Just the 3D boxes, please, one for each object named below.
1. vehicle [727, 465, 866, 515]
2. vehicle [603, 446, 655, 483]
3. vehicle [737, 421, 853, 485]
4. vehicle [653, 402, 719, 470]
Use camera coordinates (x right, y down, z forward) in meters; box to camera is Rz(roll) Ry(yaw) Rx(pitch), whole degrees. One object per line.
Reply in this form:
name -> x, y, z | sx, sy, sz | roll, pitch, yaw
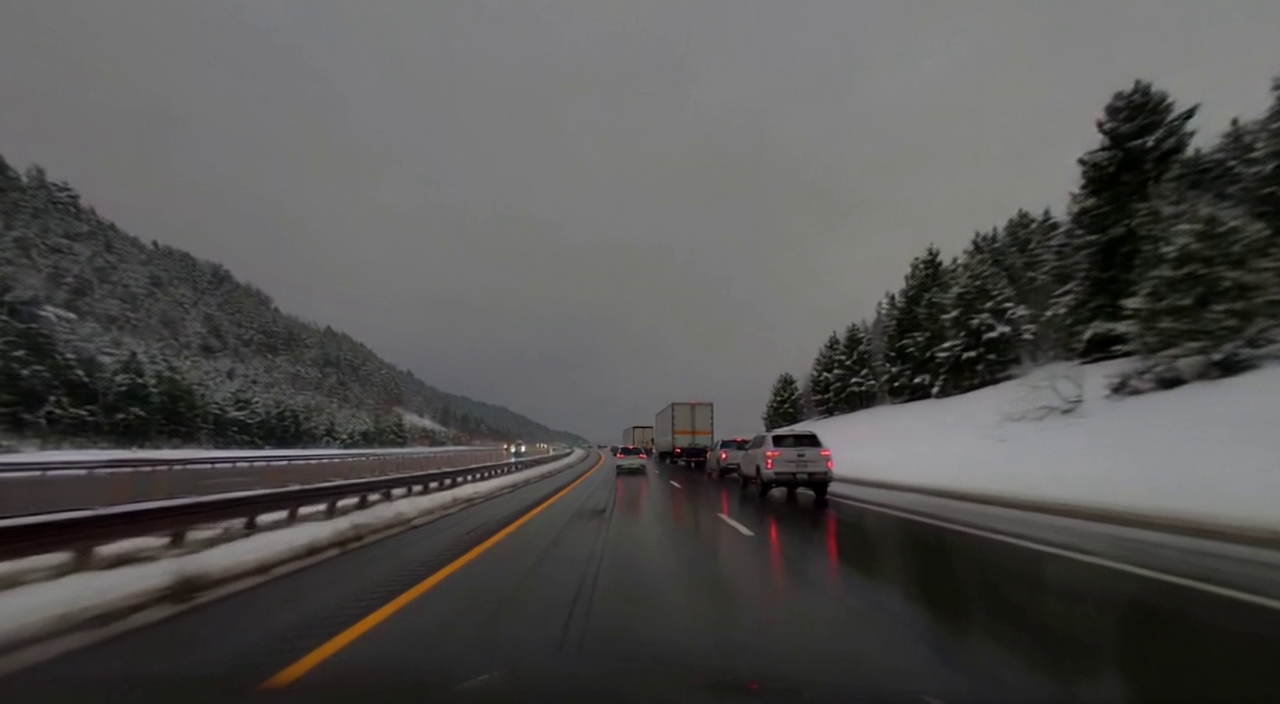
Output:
vehicle -> 3.864, 3.552, 16.741 | 2.129, 0.956, 5.390 | 0, -9, -2
vehicle -> -0.457, 4.660, 26.344 | 2.029, 1.437, 3.794 | 0, -9, -1
vehicle -> 3.921, 2.684, 16.755 | 1.873, 1.465, 4.264 | 0, -9, -2
vehicle -> 2.958, 6.302, 46.037 | 2.911, 4.099, 14.578 | 0, -9, -3
